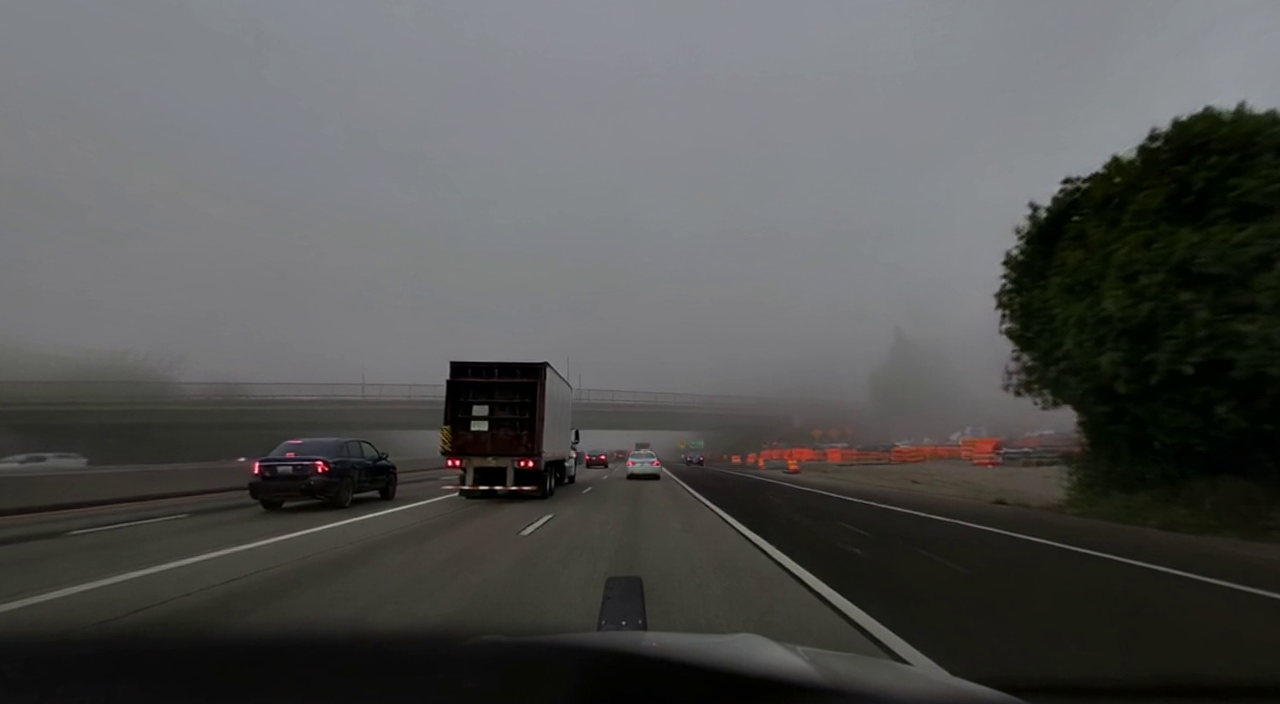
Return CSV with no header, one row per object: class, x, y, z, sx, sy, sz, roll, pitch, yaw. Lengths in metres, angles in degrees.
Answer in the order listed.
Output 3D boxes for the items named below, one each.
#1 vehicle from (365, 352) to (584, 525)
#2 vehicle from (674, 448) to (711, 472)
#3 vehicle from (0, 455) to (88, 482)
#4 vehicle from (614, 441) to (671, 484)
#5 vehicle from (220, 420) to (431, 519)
vehicle,-3.631,2.434,17.580,3.075,3.276,11.073,0,-8,0
vehicle,3.481,7.211,42.421,2.003,1.465,4.092,0,-8,-2
vehicle,-45.314,8.786,47.784,2.114,1.860,5.237,0,-8,0
vehicle,0.035,4.704,27.201,2.270,1.696,4.061,0,-8,-2
vehicle,-7.493,2.870,16.081,2.309,2.007,5.974,0,-8,0
